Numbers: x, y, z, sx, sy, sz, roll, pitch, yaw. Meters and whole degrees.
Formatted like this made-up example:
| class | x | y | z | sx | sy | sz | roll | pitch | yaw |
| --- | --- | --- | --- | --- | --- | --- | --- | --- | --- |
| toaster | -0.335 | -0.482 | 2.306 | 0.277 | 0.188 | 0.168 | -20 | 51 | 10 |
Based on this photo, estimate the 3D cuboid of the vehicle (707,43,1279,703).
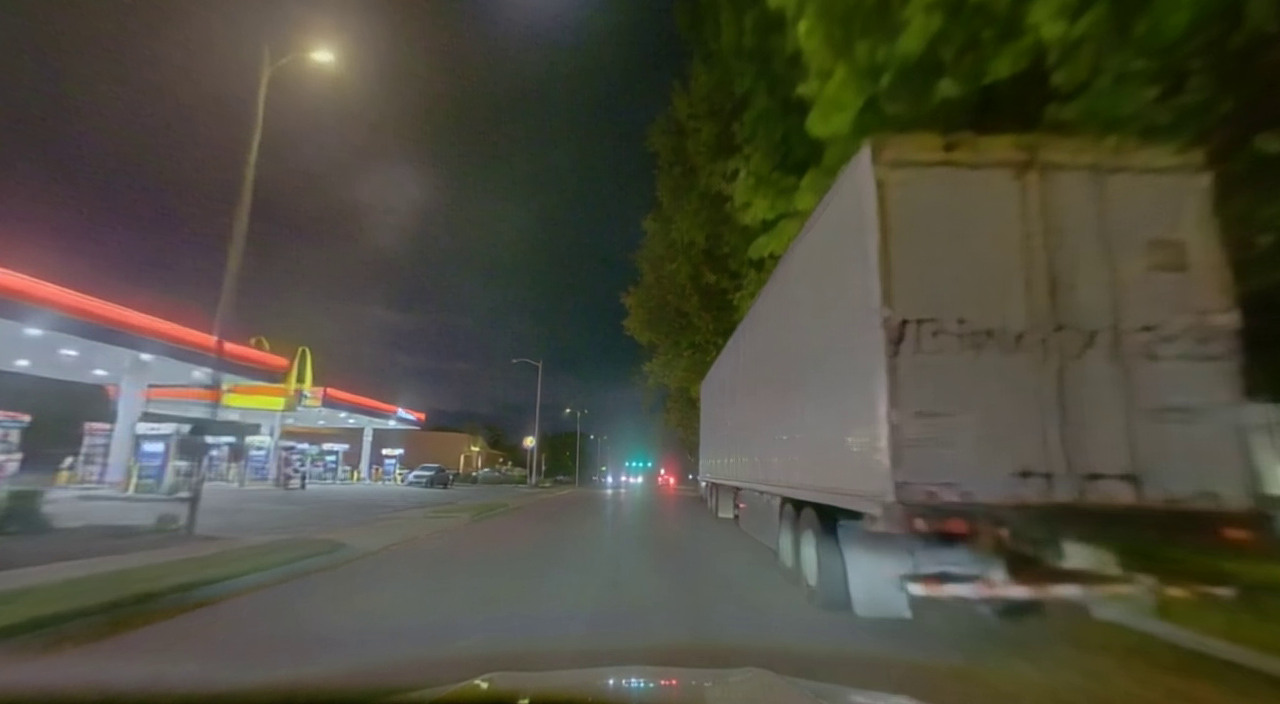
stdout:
| class | x | y | z | sx | sy | sz | roll | pitch | yaw |
| --- | --- | --- | --- | --- | --- | --- | --- | --- | --- |
| vehicle | 3.415 | 1.377 | 10.432 | 2.990 | 4.098 | 13.928 | 1 | -11 | 0 |
